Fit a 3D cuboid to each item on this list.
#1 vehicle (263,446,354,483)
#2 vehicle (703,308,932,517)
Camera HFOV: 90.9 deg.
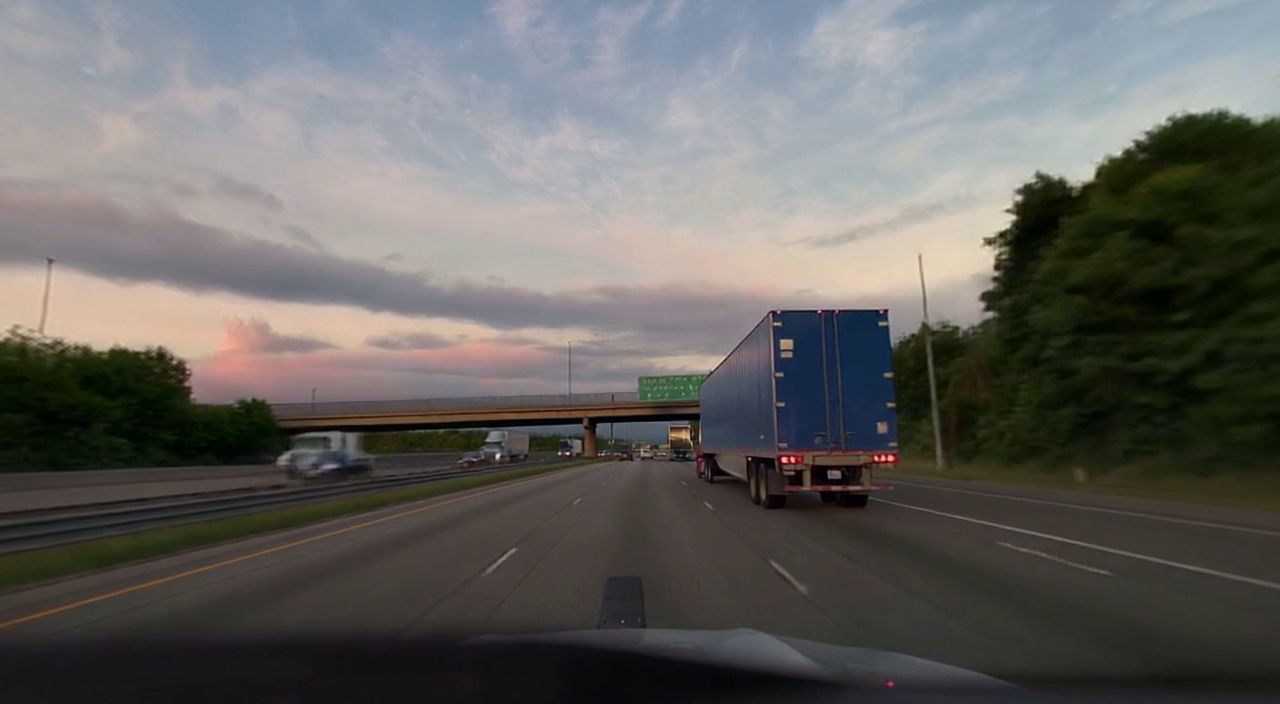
[{"bbox_3d":[-14.294,4.838,27.422,1.775,1.475,3.888,0,-9,0],"label":"vehicle"},{"bbox_3d":[4.110,2.229,19.307,2.825,4.054,14.210,0,-9,0],"label":"vehicle"}]
